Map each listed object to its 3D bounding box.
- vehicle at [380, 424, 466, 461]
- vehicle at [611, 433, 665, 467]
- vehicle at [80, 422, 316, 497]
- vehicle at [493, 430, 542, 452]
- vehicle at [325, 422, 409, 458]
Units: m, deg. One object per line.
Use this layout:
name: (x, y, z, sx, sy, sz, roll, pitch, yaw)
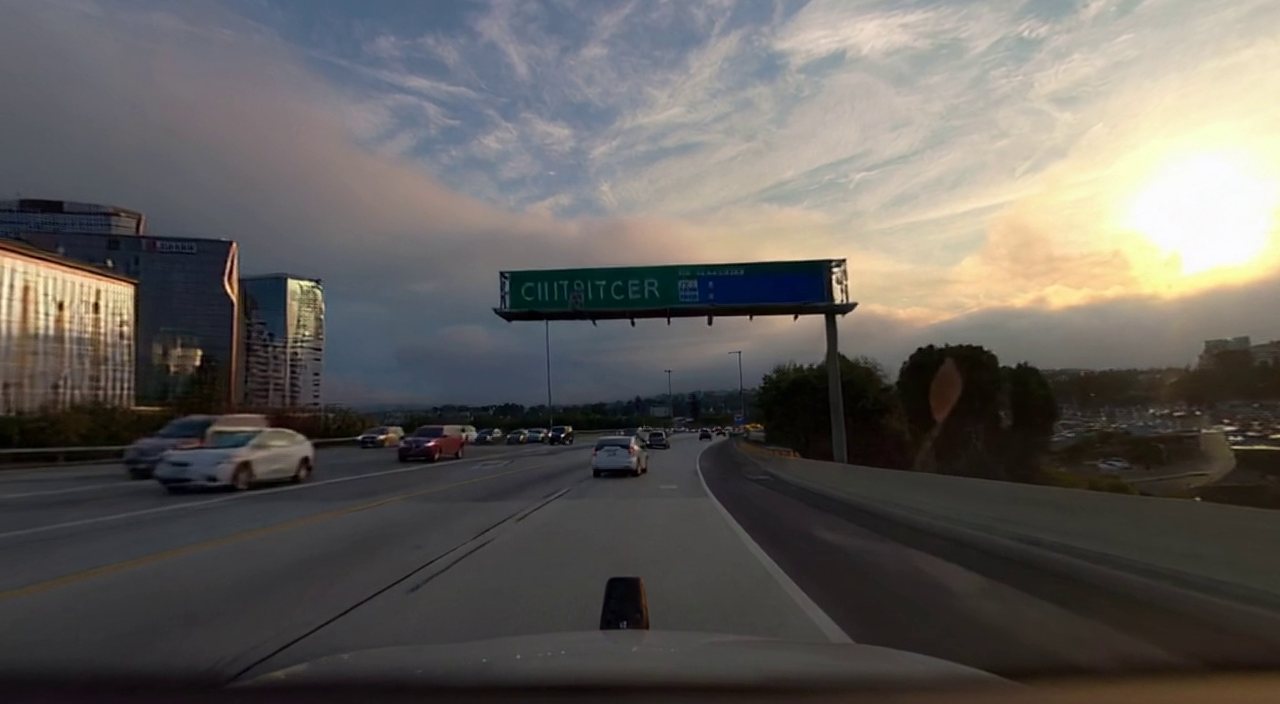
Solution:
vehicle: (-9.690, 4.120, 28.636, 1.943, 1.536, 4.656, -1, -8, 5)
vehicle: (-0.019, 4.680, 30.231, 2.035, 1.460, 4.497, -1, -8, 7)
vehicle: (-10.176, 2.519, 15.119, 2.097, 1.484, 4.621, -1, -8, 4)
vehicle: (-8.453, 6.227, 43.980, 2.020, 1.470, 4.639, -1, -8, 7)
vehicle: (-13.712, 4.502, 31.994, 1.992, 1.659, 4.562, -1, -8, 4)
